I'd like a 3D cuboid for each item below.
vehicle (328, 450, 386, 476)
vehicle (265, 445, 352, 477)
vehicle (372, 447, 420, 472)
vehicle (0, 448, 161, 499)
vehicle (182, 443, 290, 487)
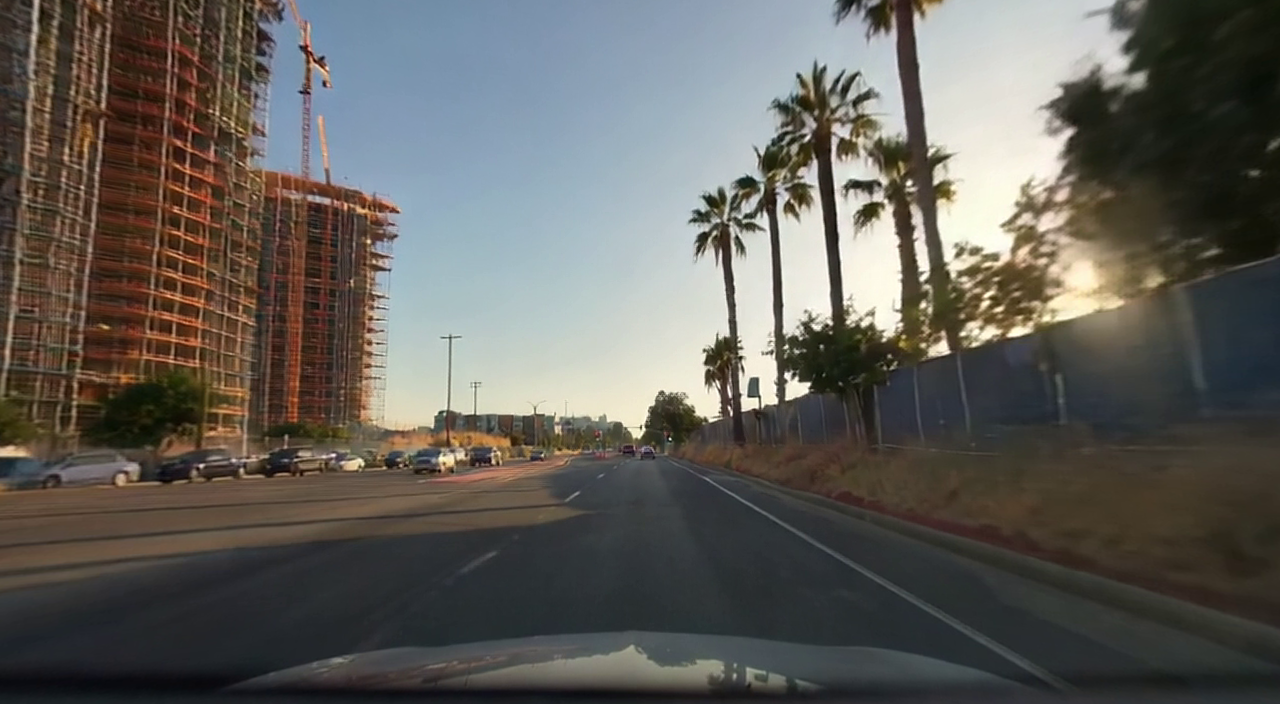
[{"bbox_3d":[-19.148,7.530,42.927,1.836,1.418,4.956,-2,-7,-2],"label":"vehicle"},{"bbox_3d":[-19.426,6.389,37.247,2.378,1.783,4.912,0,-8,0],"label":"vehicle"},{"bbox_3d":[-19.117,8.401,49.590,1.985,1.625,4.749,-2,-7,0],"label":"vehicle"},{"bbox_3d":[-21.340,4.496,23.826,2.050,1.686,4.593,-4,-9,25],"label":"vehicle"},{"bbox_3d":[-19.457,5.421,30.678,2.105,1.805,4.641,-3,-8,2],"label":"vehicle"}]
